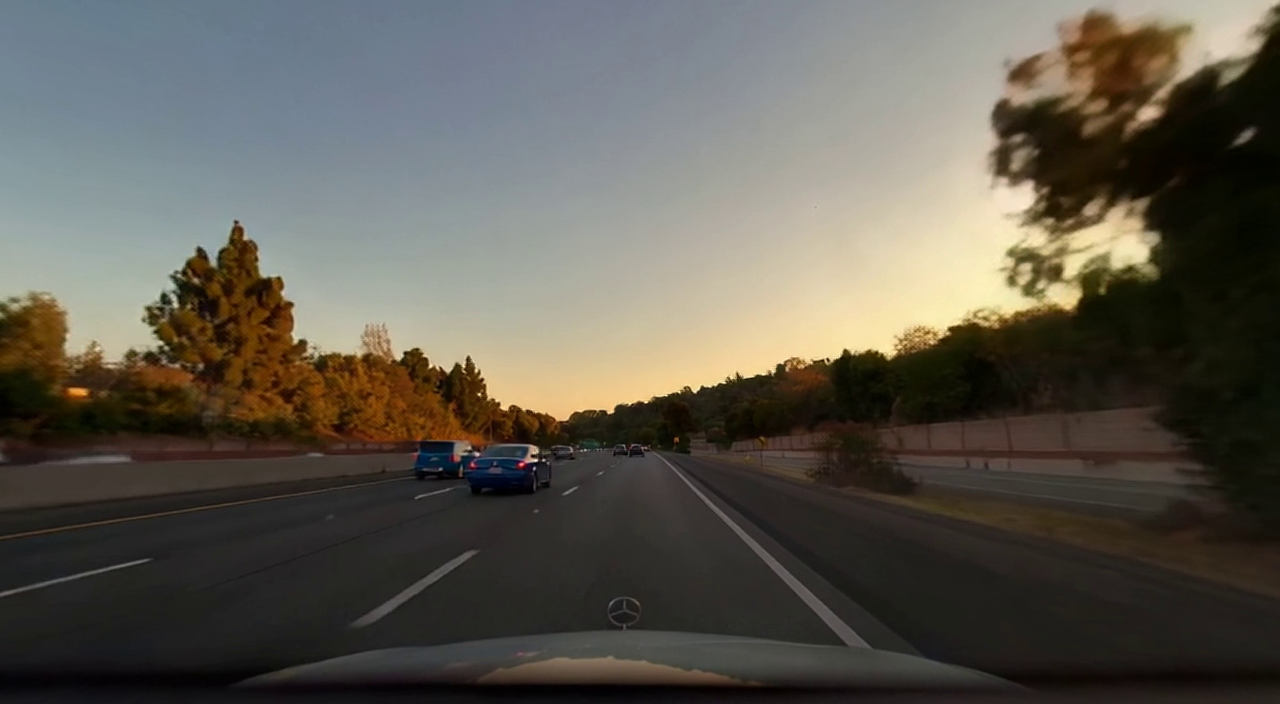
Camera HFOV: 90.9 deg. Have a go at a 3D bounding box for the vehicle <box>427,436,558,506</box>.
[{"bbox_3d":[-3.575,2.993,16.389,2.081,1.514,4.943,0,-8,1],"label":"vehicle"}]
